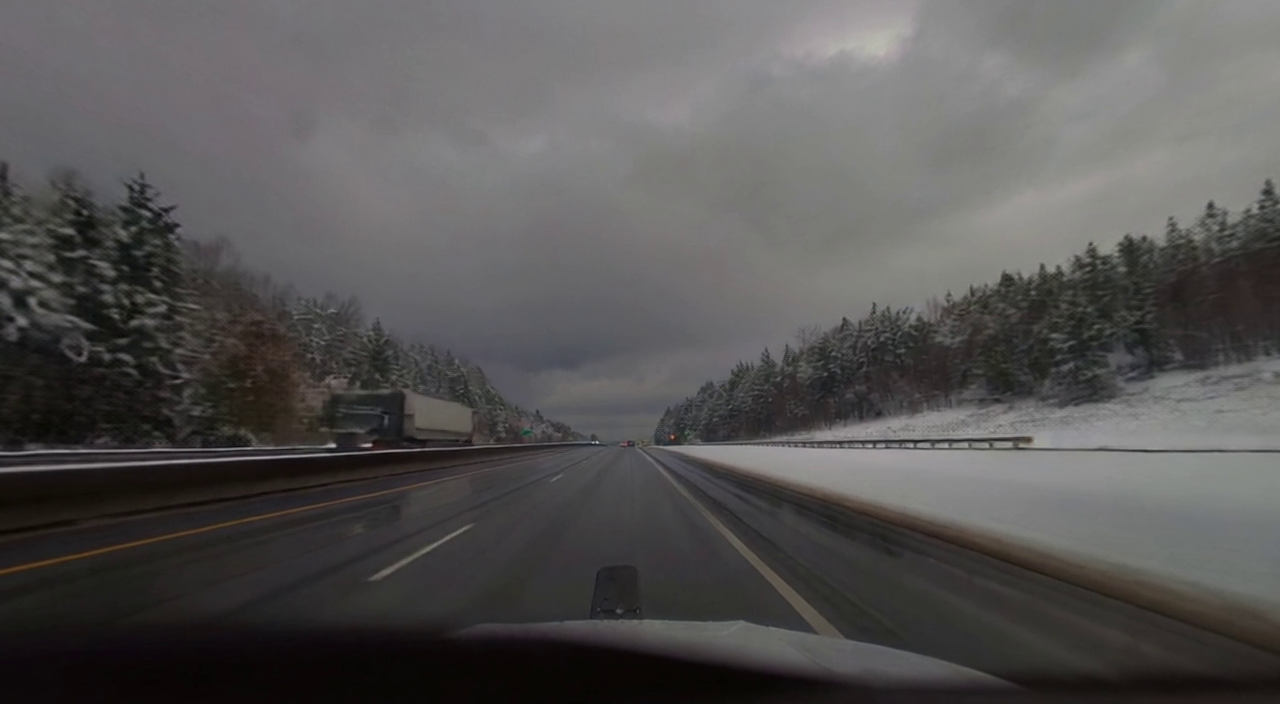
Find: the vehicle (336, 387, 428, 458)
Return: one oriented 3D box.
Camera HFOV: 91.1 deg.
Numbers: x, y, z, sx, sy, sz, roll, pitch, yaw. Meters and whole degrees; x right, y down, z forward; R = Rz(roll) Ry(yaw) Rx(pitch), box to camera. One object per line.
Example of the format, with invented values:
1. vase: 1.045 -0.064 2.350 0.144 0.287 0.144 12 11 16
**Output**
1. vehicle: -15.418 4.337 38.016 3.012 3.928 5.894 0 -8 -1
